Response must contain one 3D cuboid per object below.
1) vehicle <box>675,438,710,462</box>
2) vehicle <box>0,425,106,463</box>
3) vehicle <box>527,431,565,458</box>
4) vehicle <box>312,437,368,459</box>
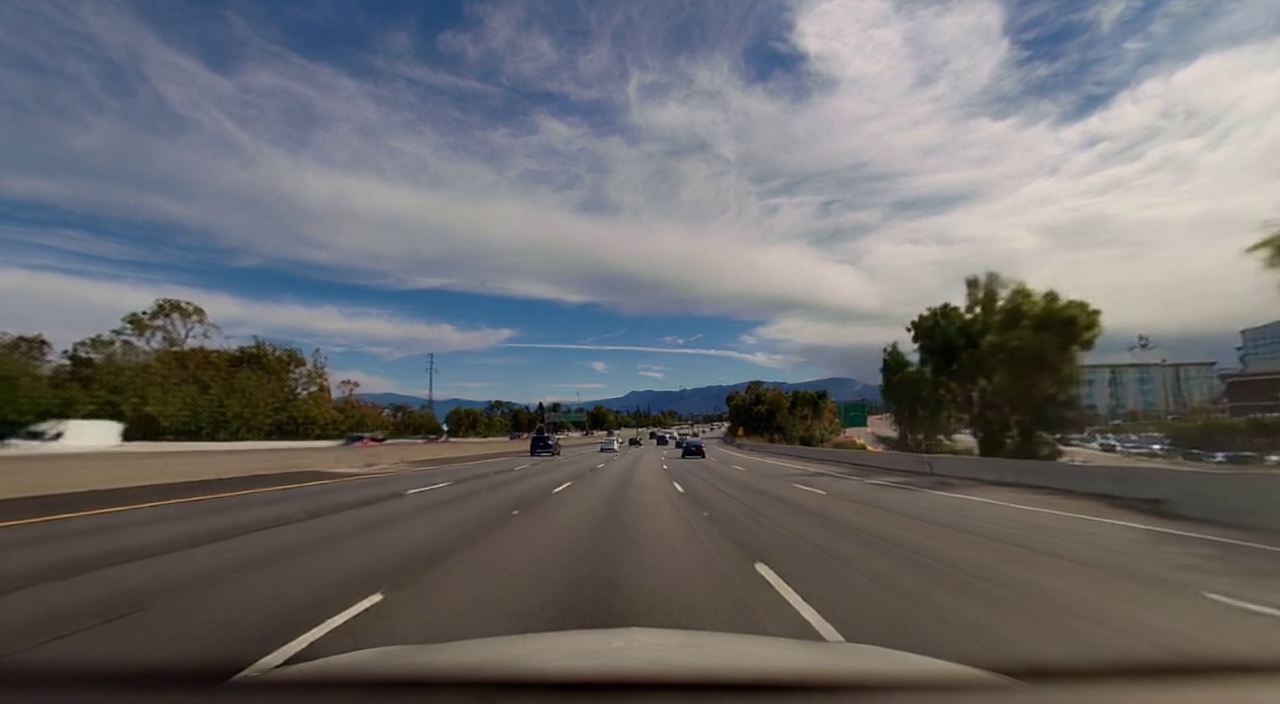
[{"bbox_3d":[3.385,6.413,41.286,1.967,1.475,4.080,0,-8,1],"label":"vehicle"},{"bbox_3d":[-34.918,5.398,36.976,2.178,2.038,5.783,0,-8,1],"label":"vehicle"},{"bbox_3d":[-6.829,6.806,46.466,2.009,1.850,4.338,0,-8,2],"label":"vehicle"},{"bbox_3d":[-22.571,7.233,47.665,1.820,1.518,4.571,0,-8,2],"label":"vehicle"}]
